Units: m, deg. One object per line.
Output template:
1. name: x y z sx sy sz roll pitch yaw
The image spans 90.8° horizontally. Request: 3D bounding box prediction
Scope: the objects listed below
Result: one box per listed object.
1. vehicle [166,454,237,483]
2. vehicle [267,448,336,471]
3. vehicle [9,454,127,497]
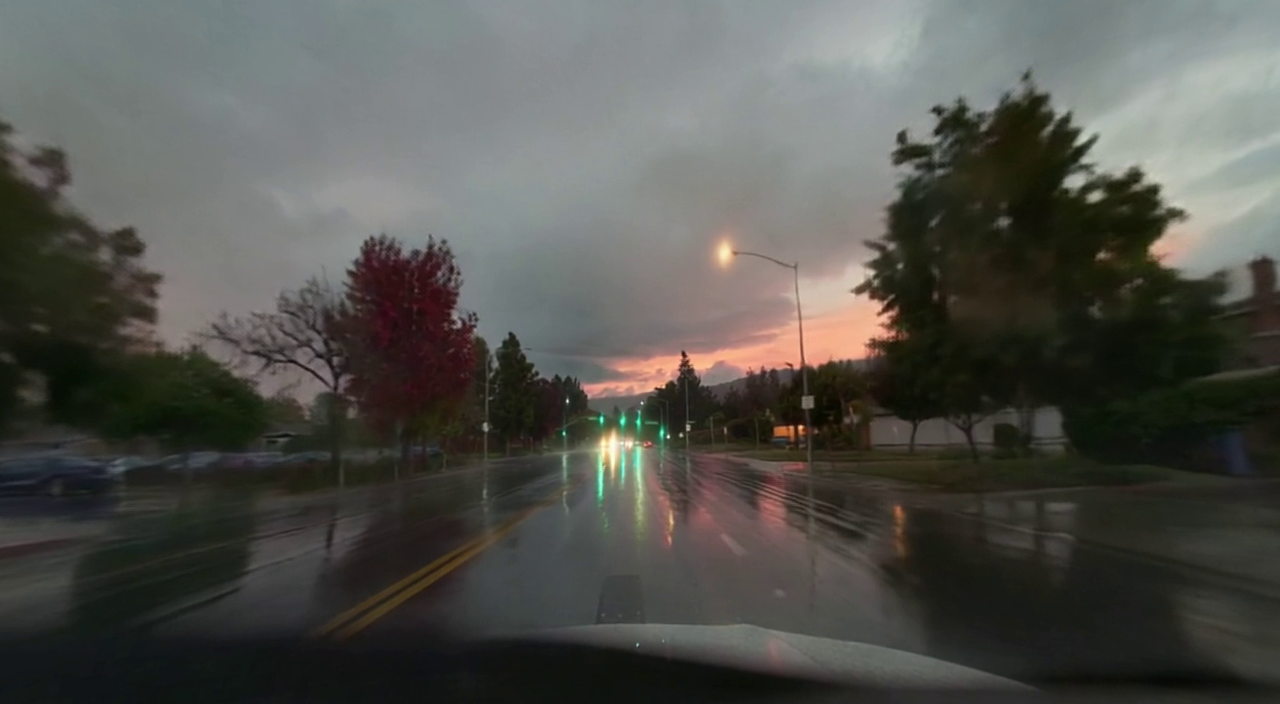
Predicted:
1. vehicle: -28.366 7.484 40.830 4.425 1.570 1.959 -4 -8 30
2. vehicle: -23.741 7.522 44.209 4.791 1.421 1.985 -4 -10 31
3. vehicle: -23.469 5.005 25.918 4.584 1.562 2.091 -5 -10 29
